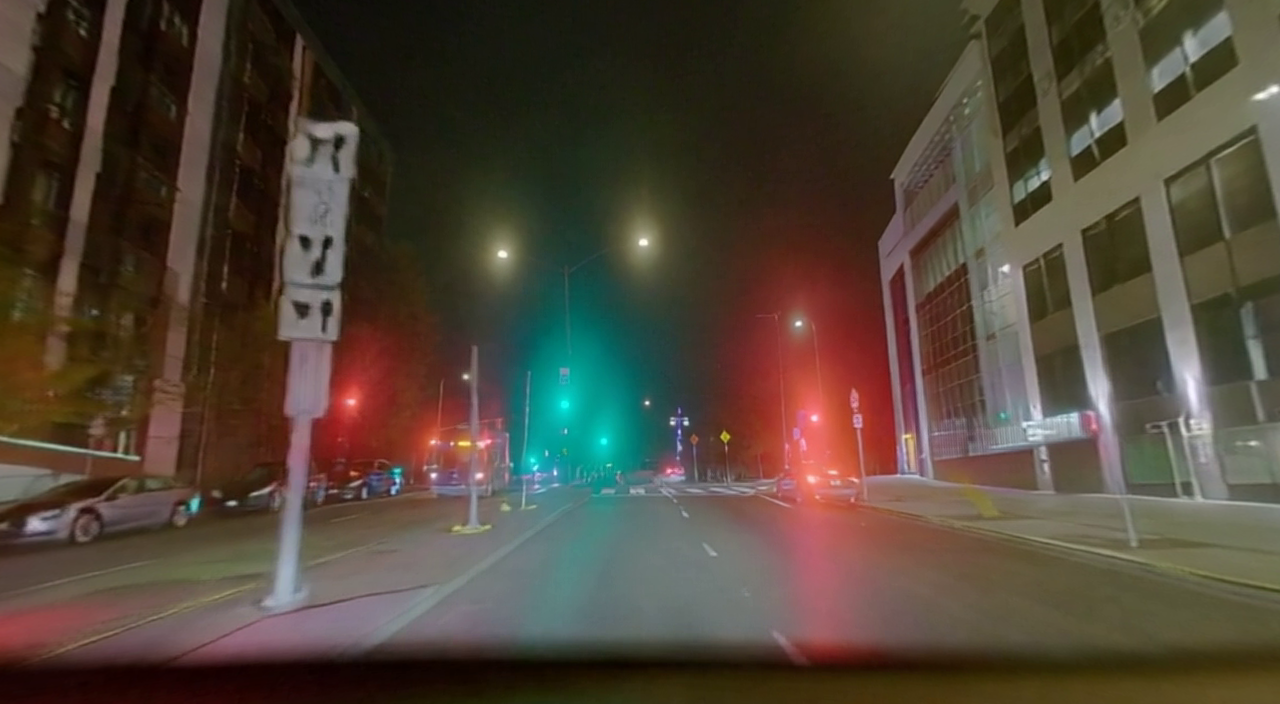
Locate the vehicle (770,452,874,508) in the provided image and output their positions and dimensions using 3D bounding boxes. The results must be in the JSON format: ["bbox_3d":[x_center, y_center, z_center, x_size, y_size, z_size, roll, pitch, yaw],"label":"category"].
[{"bbox_3d":[5.625,3.980,20.168,1.888,1.536,4.381,0,-8,-2],"label":"vehicle"}]

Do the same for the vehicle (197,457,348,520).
[{"bbox_3d":[-11.245,4.171,19.831,1.968,1.608,4.609,0,-8,0],"label":"vehicle"}]

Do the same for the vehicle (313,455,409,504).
[{"bbox_3d":[-11.204,5.120,25.750,1.908,1.721,4.285,0,-8,0],"label":"vehicle"}]

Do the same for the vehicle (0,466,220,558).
[{"bbox_3d":[-11.281,3.198,13.259,1.809,1.429,4.463,0,-8,1],"label":"vehicle"}]

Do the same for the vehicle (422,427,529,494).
[{"bbox_3d":[-7.849,5.274,31.221,2.591,2.910,6.652,-1,-9,9],"label":"vehicle"}]

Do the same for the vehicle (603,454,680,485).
[{"bbox_3d":[0.080,7.777,42.094,4.742,1.906,1.933,2,-9,-16],"label":"vehicle"}]
